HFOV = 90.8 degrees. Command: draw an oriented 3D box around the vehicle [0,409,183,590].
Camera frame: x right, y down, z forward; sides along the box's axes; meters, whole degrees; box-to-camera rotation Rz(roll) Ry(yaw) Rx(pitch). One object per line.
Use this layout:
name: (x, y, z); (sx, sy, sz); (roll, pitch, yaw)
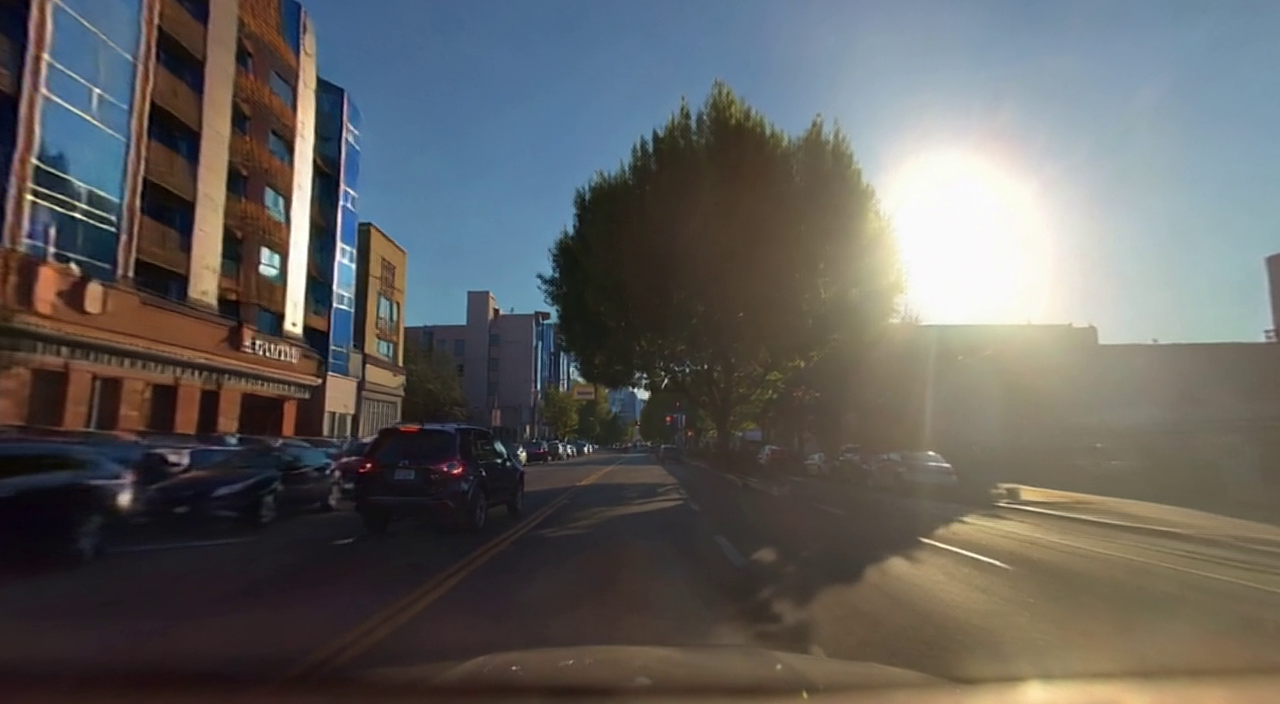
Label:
vehicle: (-7.067, 1.441, 6.234); (1.880, 1.713, 4.172); (0, -9, 1)

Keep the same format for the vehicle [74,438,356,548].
vehicle: (-6.911, 2.276, 11.026); (1.832, 1.488, 4.405); (0, -8, 0)

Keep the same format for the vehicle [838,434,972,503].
vehicle: (9.176, 4.036, 22.607); (2.249, 2.117, 5.743); (0, -8, 0)

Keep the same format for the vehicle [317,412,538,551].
vehicle: (-3.082, 1.968, 10.340); (2.002, 1.756, 4.366); (0, -8, 1)
